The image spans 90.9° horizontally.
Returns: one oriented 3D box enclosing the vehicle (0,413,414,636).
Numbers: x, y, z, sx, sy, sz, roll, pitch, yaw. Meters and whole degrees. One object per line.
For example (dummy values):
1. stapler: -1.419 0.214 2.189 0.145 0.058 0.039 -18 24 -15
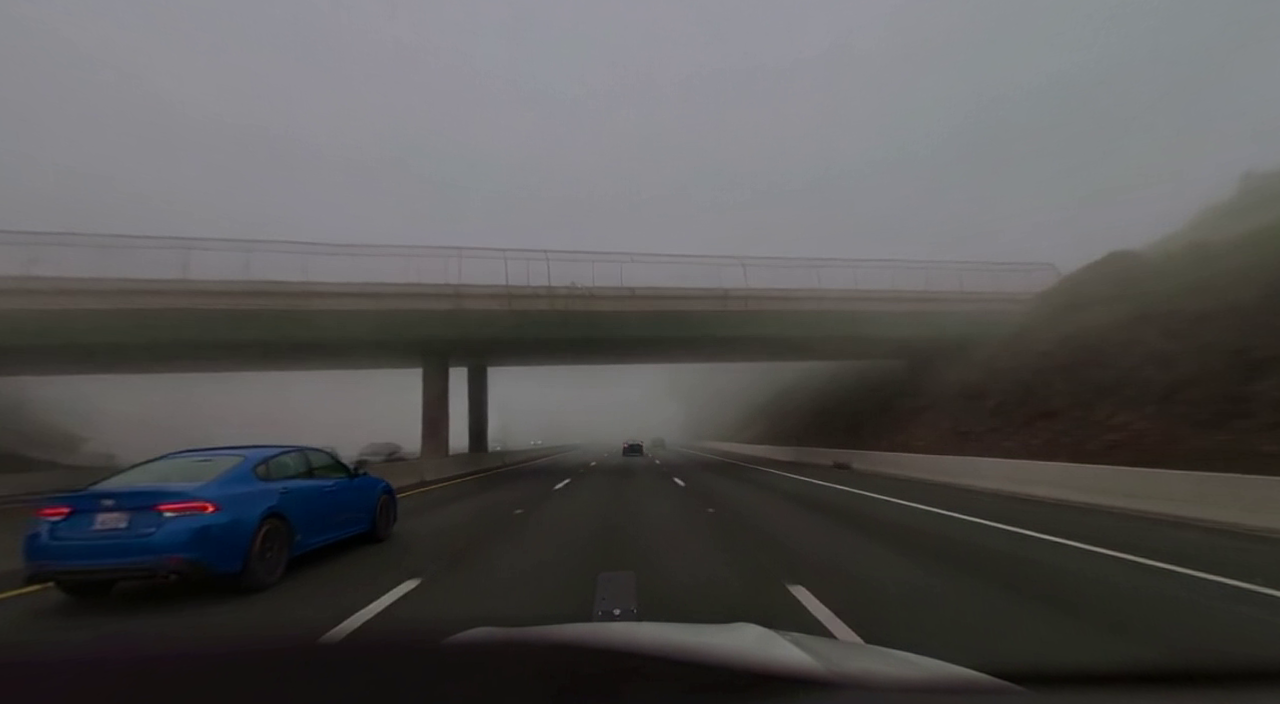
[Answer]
1. vehicle: -4.010 1.431 6.319 1.981 1.475 4.084 0 -8 0
